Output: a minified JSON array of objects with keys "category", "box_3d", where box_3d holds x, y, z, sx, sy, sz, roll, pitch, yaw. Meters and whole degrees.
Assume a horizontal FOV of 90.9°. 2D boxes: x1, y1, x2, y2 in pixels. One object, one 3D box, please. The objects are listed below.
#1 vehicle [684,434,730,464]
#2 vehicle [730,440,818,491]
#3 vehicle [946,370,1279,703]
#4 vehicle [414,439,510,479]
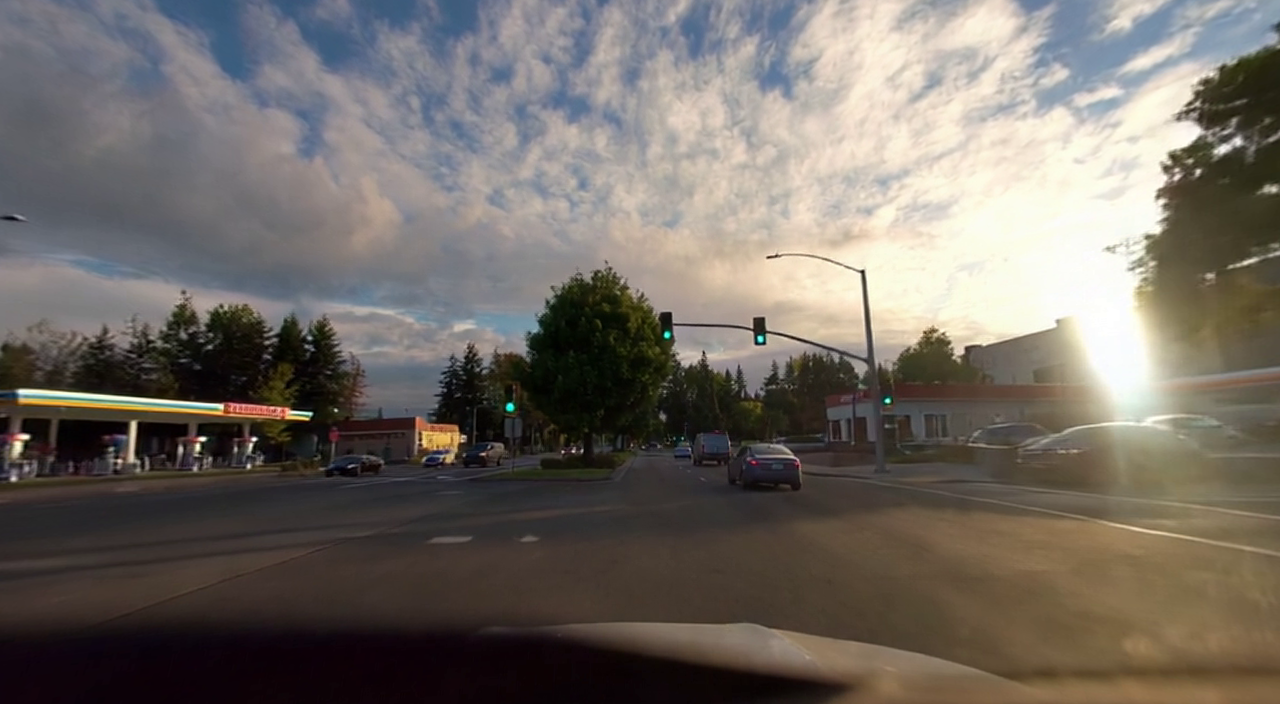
[{"category":"vehicle","box_3d":[4.604,6.764,44.081,2.611,1.983,5.165,0,-9,0]},{"category":"vehicle","box_3d":[4.091,3.528,19.972,1.871,1.442,4.122,0,-9,0]},{"category":"vehicle","box_3d":[3.827,1.024,3.472,1.875,1.665,4.931,0,-9,1]},{"category":"vehicle","box_3d":[-7.893,4.772,28.565,2.842,1.476,4.980,-2,-7,1]}]
